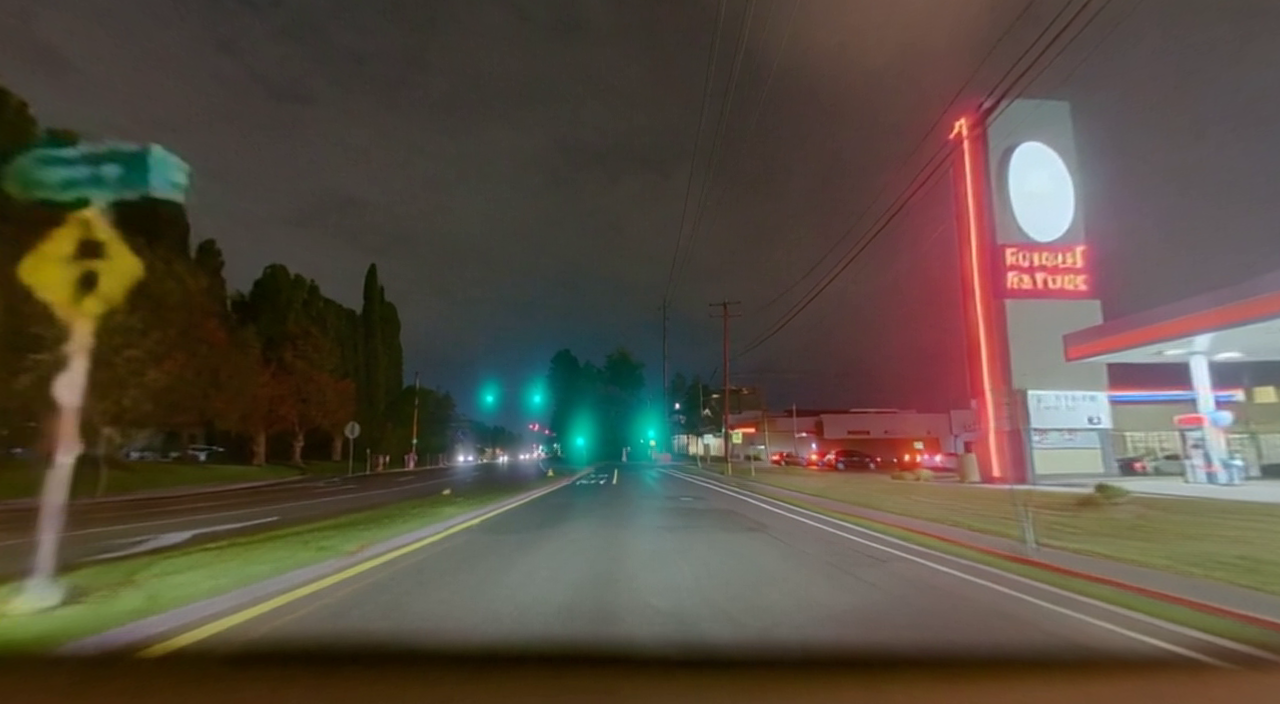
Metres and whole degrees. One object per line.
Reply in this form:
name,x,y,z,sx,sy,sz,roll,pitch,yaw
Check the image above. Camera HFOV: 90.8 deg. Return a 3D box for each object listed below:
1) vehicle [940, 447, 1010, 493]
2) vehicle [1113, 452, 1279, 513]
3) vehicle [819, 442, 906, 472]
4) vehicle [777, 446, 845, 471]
vehicle,15.281,5.277,28.694,2.086,1.845,4.694,-6,-11,35
vehicle,17.942,4.125,20.413,2.041,1.674,4.301,2,-9,2
vehicle,14.686,6.993,41.904,4.996,1.720,2.027,1,-11,2
vehicle,12.858,7.998,47.760,4.444,1.815,2.239,0,-8,0
